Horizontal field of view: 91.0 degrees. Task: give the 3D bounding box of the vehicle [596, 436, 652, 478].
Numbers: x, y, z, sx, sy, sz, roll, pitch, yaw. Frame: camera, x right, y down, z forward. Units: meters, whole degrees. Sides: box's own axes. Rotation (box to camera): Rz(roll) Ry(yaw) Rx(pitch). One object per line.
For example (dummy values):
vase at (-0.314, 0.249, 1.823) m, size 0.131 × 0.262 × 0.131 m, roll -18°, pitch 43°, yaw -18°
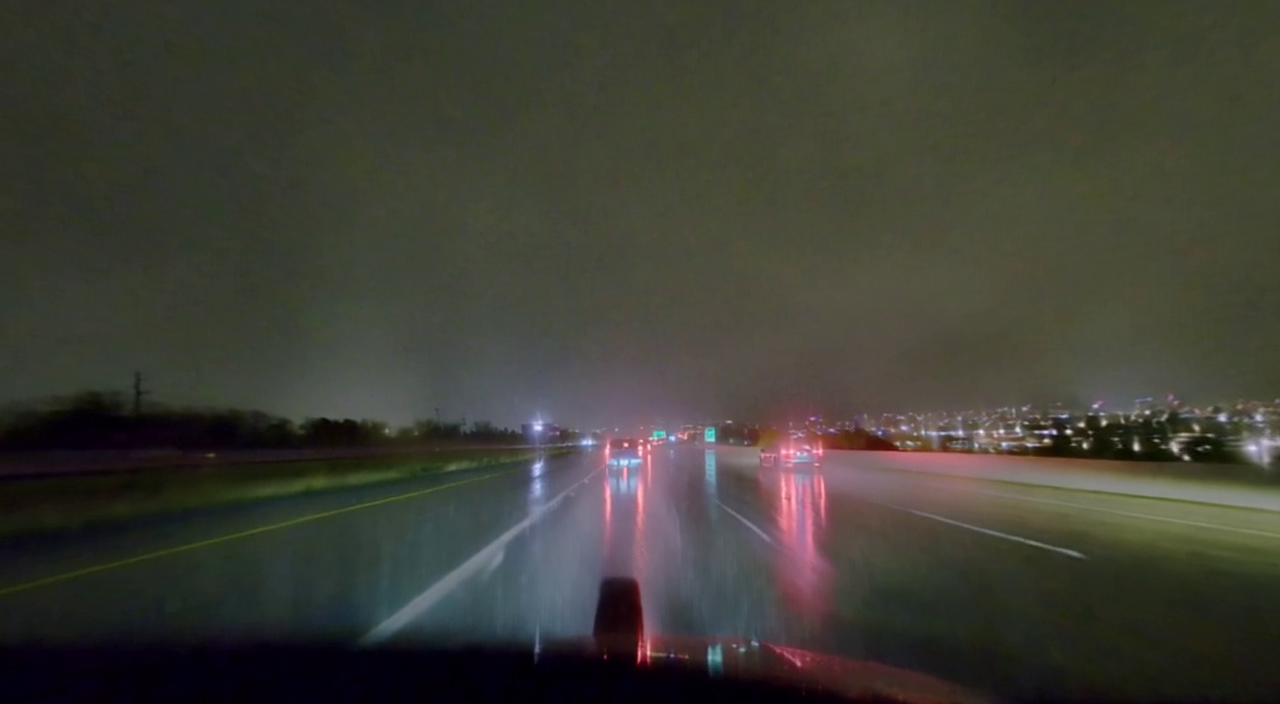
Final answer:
vehicle at (-0.619, 4.317, 26.047) m, size 2.147 × 1.576 × 3.964 m, roll 0°, pitch -8°, yaw 0°
